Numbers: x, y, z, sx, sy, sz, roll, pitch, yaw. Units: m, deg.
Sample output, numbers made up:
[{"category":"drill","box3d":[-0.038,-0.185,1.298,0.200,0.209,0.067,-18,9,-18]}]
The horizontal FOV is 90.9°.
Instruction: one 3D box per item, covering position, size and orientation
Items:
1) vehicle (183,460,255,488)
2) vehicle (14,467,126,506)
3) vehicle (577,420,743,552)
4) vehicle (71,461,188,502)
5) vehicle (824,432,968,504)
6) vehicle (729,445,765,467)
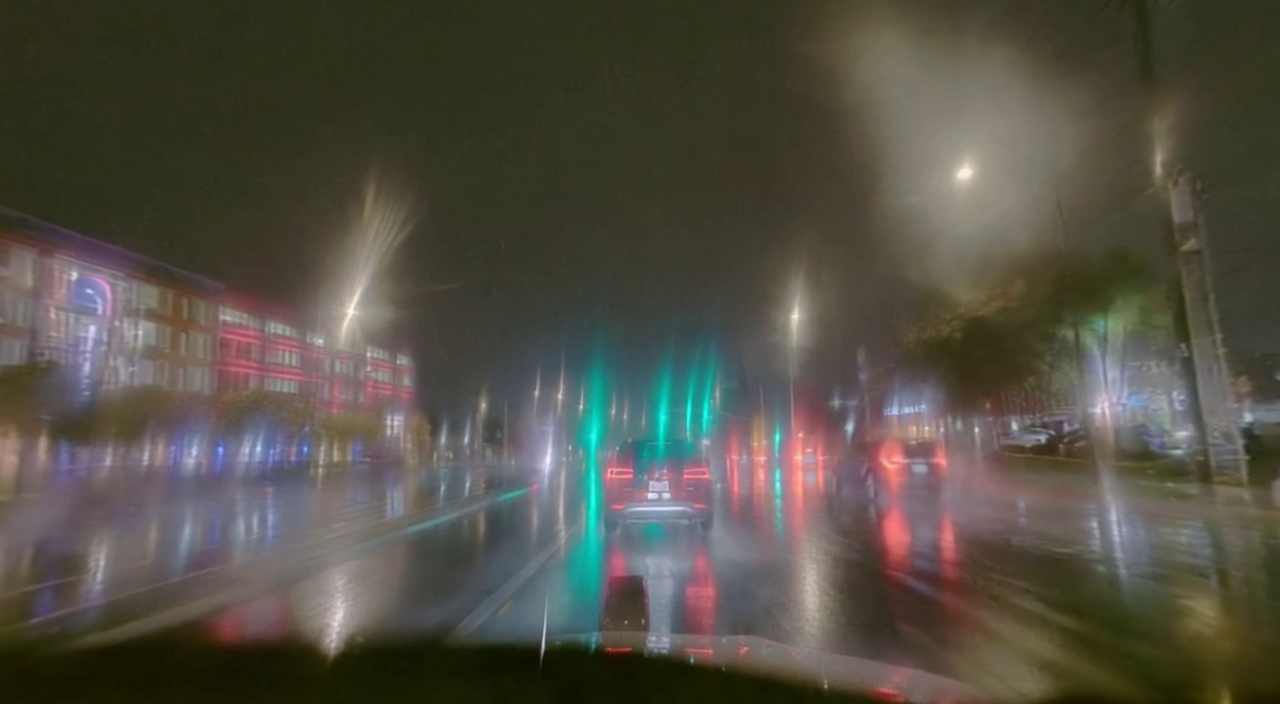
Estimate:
[{"category":"vehicle","box3d":[-27.871,8.067,41.848,1.861,1.578,4.152,0,-8,1]},{"category":"vehicle","box3d":[-28.685,6.757,31.910,2.018,1.716,4.042,-1,-10,-5]},{"category":"vehicle","box3d":[0.235,2.010,10.104,2.125,1.669,3.880,0,-8,-1]},{"category":"vehicle","box3d":[-25.874,6.524,32.213,2.026,1.808,4.835,0,-9,-2]},{"category":"vehicle","box3d":[6.437,2.951,16.474,2.086,1.627,4.294,-1,-8,2]},{"category":"vehicle","box3d":[7.630,7.438,45.323,1.900,1.507,4.151,0,-8,0]}]
